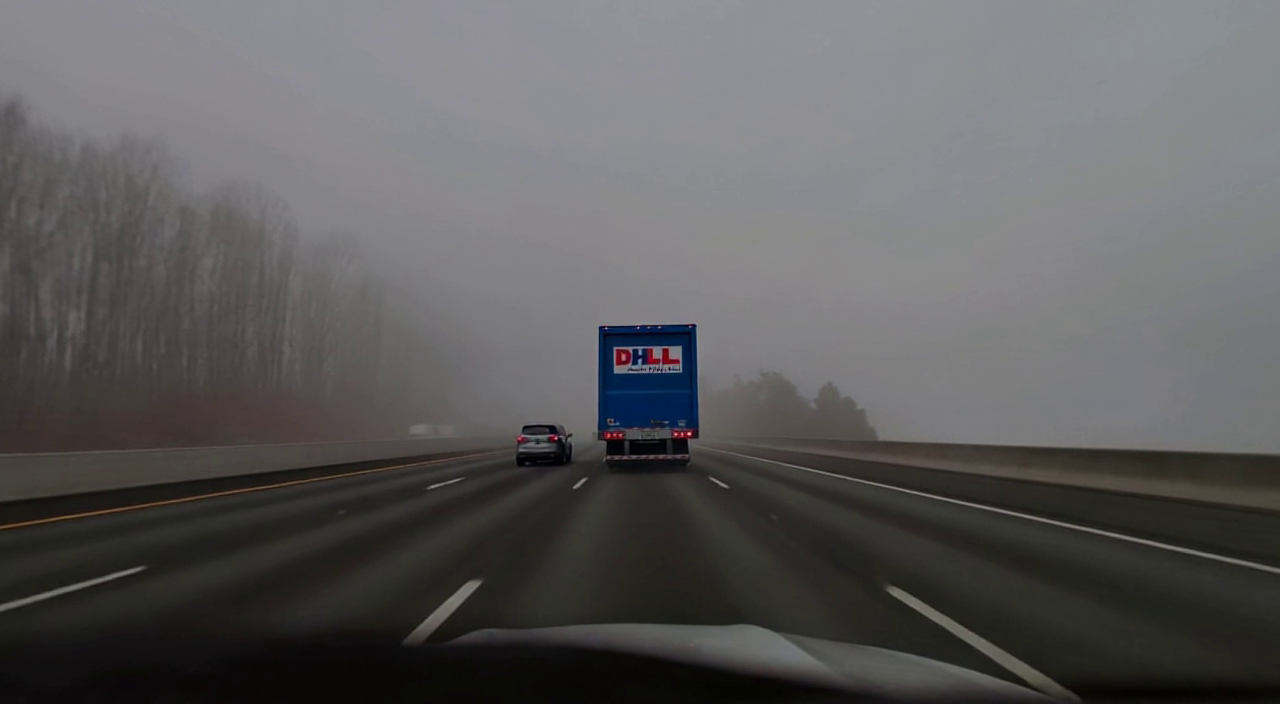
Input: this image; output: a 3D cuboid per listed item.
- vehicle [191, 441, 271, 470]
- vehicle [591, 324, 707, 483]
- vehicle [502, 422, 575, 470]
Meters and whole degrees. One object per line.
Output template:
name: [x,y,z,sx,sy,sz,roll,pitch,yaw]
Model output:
vehicle: [-26.154,6.574,40.394,1.943,1.708,4.800,0,-8,-1]
vehicle: [0.137,1.918,21.064,3.011,4.211,8.926,0,-8,-1]
vehicle: [-4.065,3.862,26.167,2.394,1.787,5.186,0,-8,-3]
